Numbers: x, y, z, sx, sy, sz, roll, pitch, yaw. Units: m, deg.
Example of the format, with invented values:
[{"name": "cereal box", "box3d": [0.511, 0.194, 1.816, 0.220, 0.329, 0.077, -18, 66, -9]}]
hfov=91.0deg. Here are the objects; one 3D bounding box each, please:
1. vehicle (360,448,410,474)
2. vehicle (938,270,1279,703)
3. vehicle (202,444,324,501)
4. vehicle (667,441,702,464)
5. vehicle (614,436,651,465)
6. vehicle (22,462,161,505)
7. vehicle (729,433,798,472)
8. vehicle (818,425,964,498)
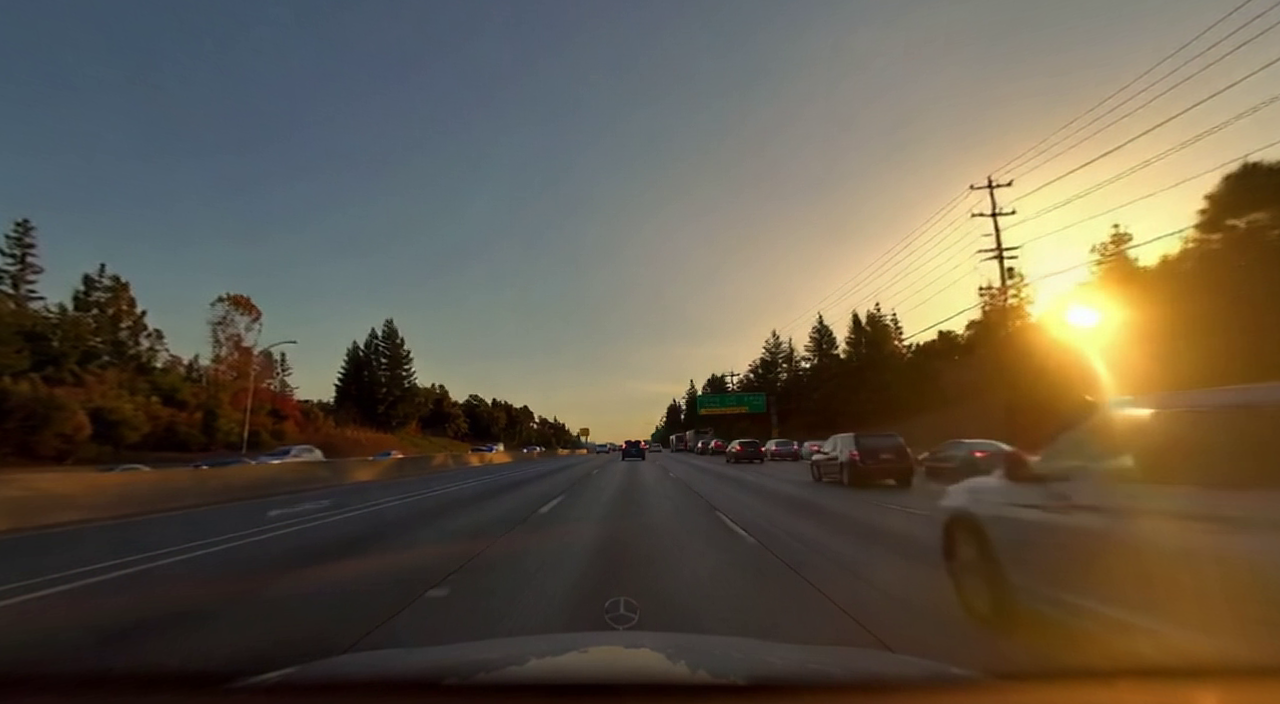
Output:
[{"name": "vehicle", "box3d": [-19.027, 8.100, 47.175, 1.925, 1.810, 4.318, 0, -8, -1]}, {"name": "vehicle", "box3d": [3.014, 0.607, 1.462, 2.152, 1.821, 4.853, 0, -8, -1]}, {"name": "vehicle", "box3d": [-15.547, 4.933, 26.390, 2.010, 2.033, 5.111, 1, -8, -1]}, {"name": "vehicle", "box3d": [2.976, 6.893, 43.287, 1.948, 1.476, 4.691, 0, -8, -2]}, {"name": "vehicle", "box3d": [-0.500, 6.536, 41.934, 2.314, 1.796, 4.254, 0, -8, -1]}, {"name": "vehicle", "box3d": [-22.815, 5.463, 26.488, 1.795, 1.459, 4.573, 0, -8, -1]}, {"name": "vehicle", "box3d": [6.214, 5.134, 32.390, 2.145, 1.822, 4.791, 1, -8, -6]}, {"name": "vehicle", "box3d": [6.680, 2.968, 17.419, 2.066, 1.739, 4.493, 0, -8, -1]}]
